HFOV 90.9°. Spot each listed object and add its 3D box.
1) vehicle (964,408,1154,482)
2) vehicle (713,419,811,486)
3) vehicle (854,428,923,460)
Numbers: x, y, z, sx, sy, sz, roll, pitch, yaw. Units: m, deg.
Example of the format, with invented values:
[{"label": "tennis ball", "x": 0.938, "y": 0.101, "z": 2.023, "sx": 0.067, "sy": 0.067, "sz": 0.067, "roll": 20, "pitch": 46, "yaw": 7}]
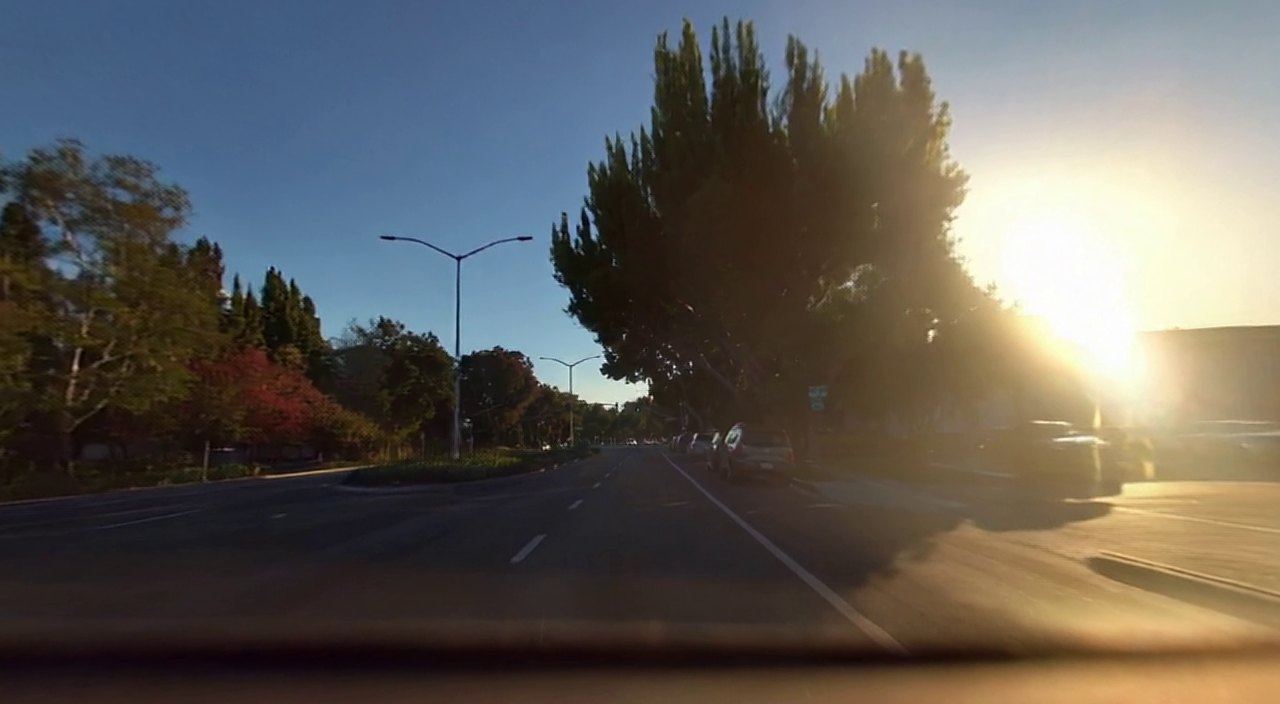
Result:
[{"label": "vehicle", "x": 11.473, "y": 2.595, "z": 17.789, "sx": 2.220, "sy": 1.798, "sz": 4.427, "roll": 0, "pitch": -8, "yaw": -1}, {"label": "vehicle", "x": 3.641, "y": 3.090, "z": 19.697, "sx": 2.144, "sy": 1.848, "sz": 4.159, "roll": 0, "pitch": -8, "yaw": -1}, {"label": "vehicle", "x": 14.474, "y": 5.404, "z": 37.096, "sx": 2.227, "sy": 1.720, "sz": 4.959, "roll": 0, "pitch": -8, "yaw": 3}]
